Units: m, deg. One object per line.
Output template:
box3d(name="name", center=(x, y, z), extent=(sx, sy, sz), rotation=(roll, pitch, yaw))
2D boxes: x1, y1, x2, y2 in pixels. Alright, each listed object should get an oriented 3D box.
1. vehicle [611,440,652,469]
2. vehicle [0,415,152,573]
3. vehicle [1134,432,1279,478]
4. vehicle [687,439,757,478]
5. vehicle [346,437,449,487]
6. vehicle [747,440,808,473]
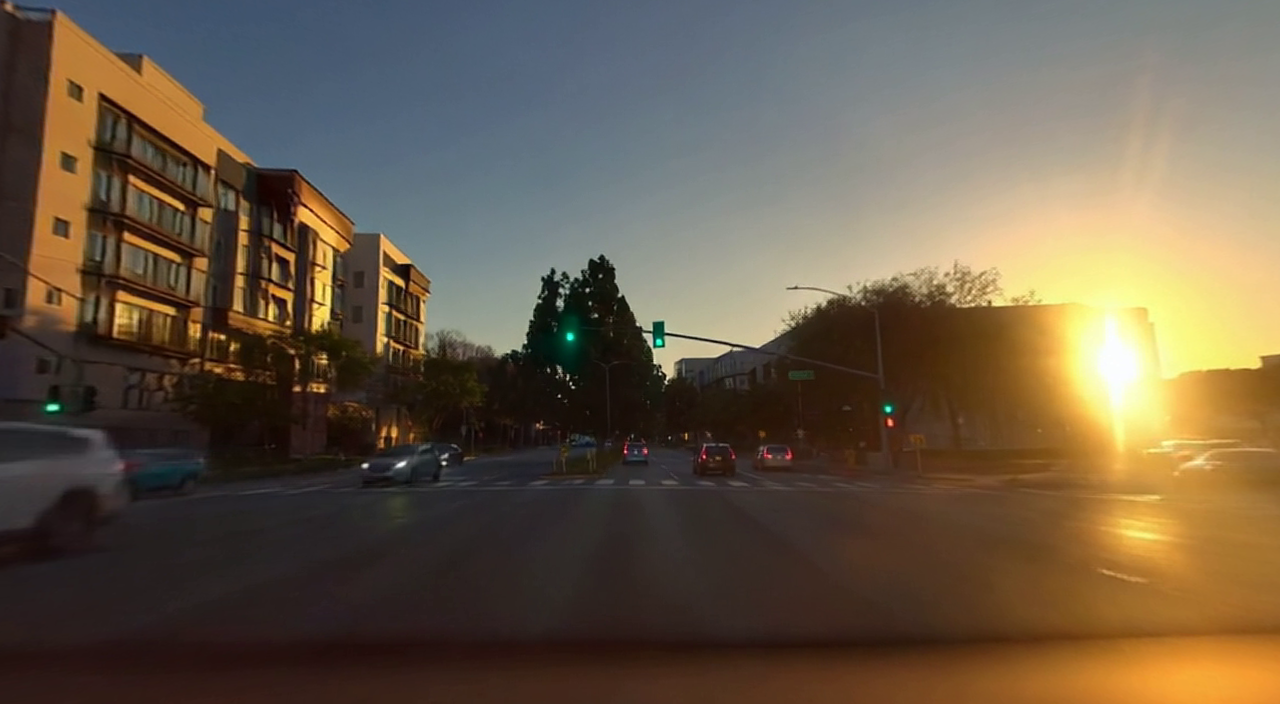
box3d(name="vehicle", center=(-0.462, 5.655, 34.923), extent=(2.143, 1.480, 4.006), rotation=(0, -8, -1))
box3d(name="vehicle", center=(-8.538, 1.567, 6.858), extent=(2.590, 1.769, 4.827), rotation=(0, -8, 0))
box3d(name="vehicle", center=(27.177, 4.845, 29.882), extent=(2.686, 1.901, 6.293), rotation=(-2, -9, 3))
box3d(name="vehicle", center=(3.358, 4.472, 26.892), extent=(2.226, 1.490, 4.593), rotation=(0, -8, -2))
box3d(name="vehicle", center=(-9.097, 4.148, 24.161), extent=(2.160, 1.689, 4.451), rotation=(0, -8, 0))
box3d(name="vehicle", center=(6.722, 5.144, 31.330), extent=(1.861, 1.473, 4.393), rotation=(0, -8, -2))
